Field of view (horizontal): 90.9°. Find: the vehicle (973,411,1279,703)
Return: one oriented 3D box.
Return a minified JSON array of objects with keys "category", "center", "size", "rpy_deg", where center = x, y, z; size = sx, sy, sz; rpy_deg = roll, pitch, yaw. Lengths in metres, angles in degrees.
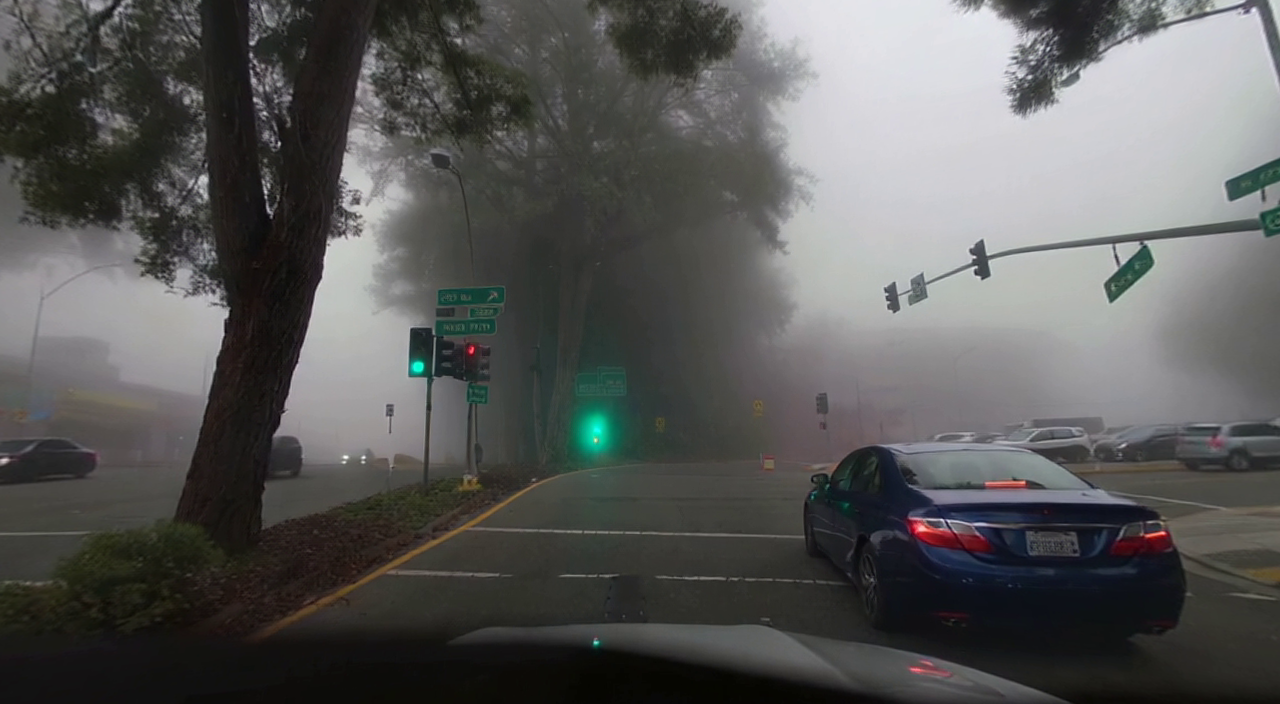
[{"category":"vehicle","center":[4.110,1.070,3.319],"size":[1.940,1.487,4.562],"rpy_deg":[0,-8,-5]}]

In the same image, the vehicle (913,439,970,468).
[{"category":"vehicle","center":[16.974,5.685,35.373],"size":[1.930,1.492,4.703],"rpy_deg":[-7,-10,36]}]

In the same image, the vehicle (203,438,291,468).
[{"category":"vehicle","center":[-27.341,7.057,44.233],"size":[2.233,1.889,6.305],"rpy_deg":[0,-8,-1]}]

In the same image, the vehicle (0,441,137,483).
[{"category":"vehicle","center":[-22.493,4.218,24.433],"size":[2.206,1.447,4.697],"rpy_deg":[0,-8,-2]}]

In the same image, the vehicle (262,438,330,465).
[{"category":"vehicle","center":[-23.555,6.840,43.382],"size":[2.111,1.742,4.757],"rpy_deg":[0,-8,-2]}]
